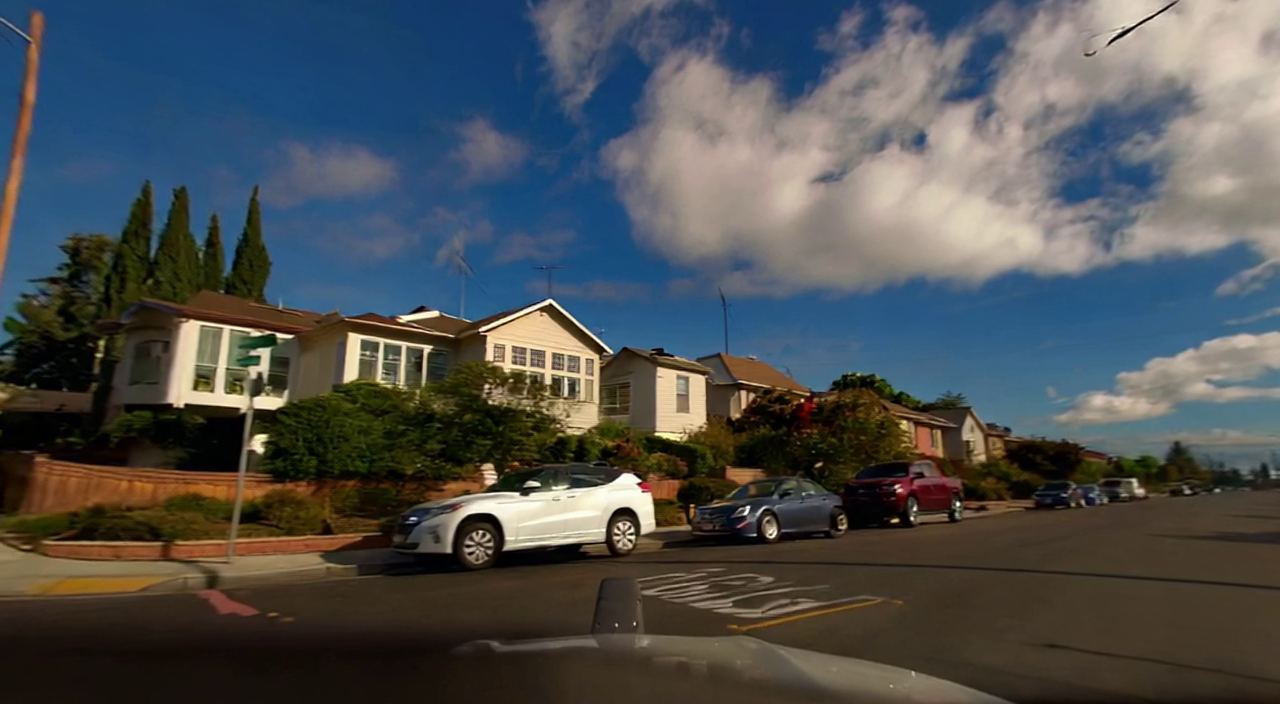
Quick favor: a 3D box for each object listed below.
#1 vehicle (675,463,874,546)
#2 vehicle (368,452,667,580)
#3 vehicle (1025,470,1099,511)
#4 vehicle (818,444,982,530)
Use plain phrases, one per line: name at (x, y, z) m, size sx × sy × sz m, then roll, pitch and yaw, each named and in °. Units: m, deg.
vehicle at (2.936, 3.128, 13.271) m, size 4.407 × 1.427 × 1.823 m, roll 11°, pitch -16°, yaw -42°
vehicle at (-1.585, 2.289, 9.214) m, size 3.885 × 1.437 × 1.754 m, roll 12°, pitch -16°, yaw -43°
vehicle at (20.325, 6.555, 30.345) m, size 1.971 × 1.648 × 4.638 m, roll -9°, pitch -12°, yaw 44°
vehicle at (7.241, 3.678, 17.396) m, size 4.814 × 1.995 × 2.194 m, roll 10°, pitch -16°, yaw -42°
